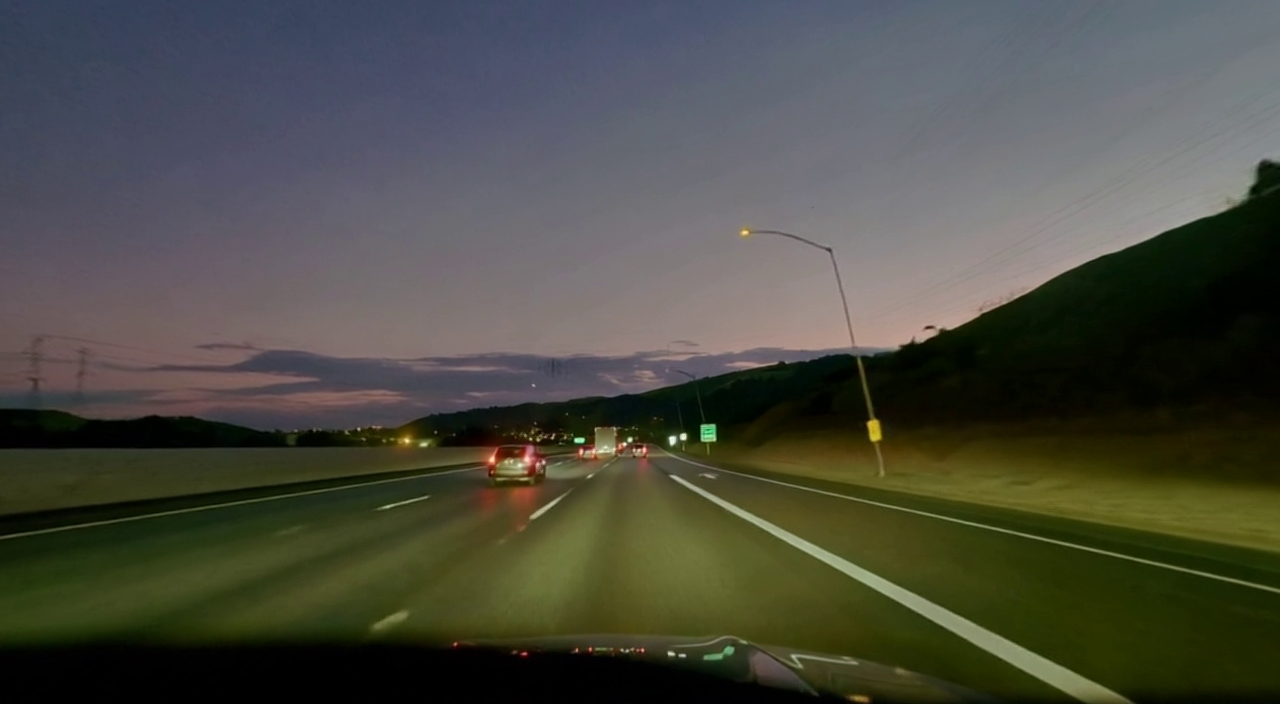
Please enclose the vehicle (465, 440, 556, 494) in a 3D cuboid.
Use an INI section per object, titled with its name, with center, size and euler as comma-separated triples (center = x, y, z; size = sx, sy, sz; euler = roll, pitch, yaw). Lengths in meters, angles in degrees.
[vehicle]
center = -3.982, 3.617, 20.297
size = 1.963, 1.533, 4.477
euler = 0, -8, 0
